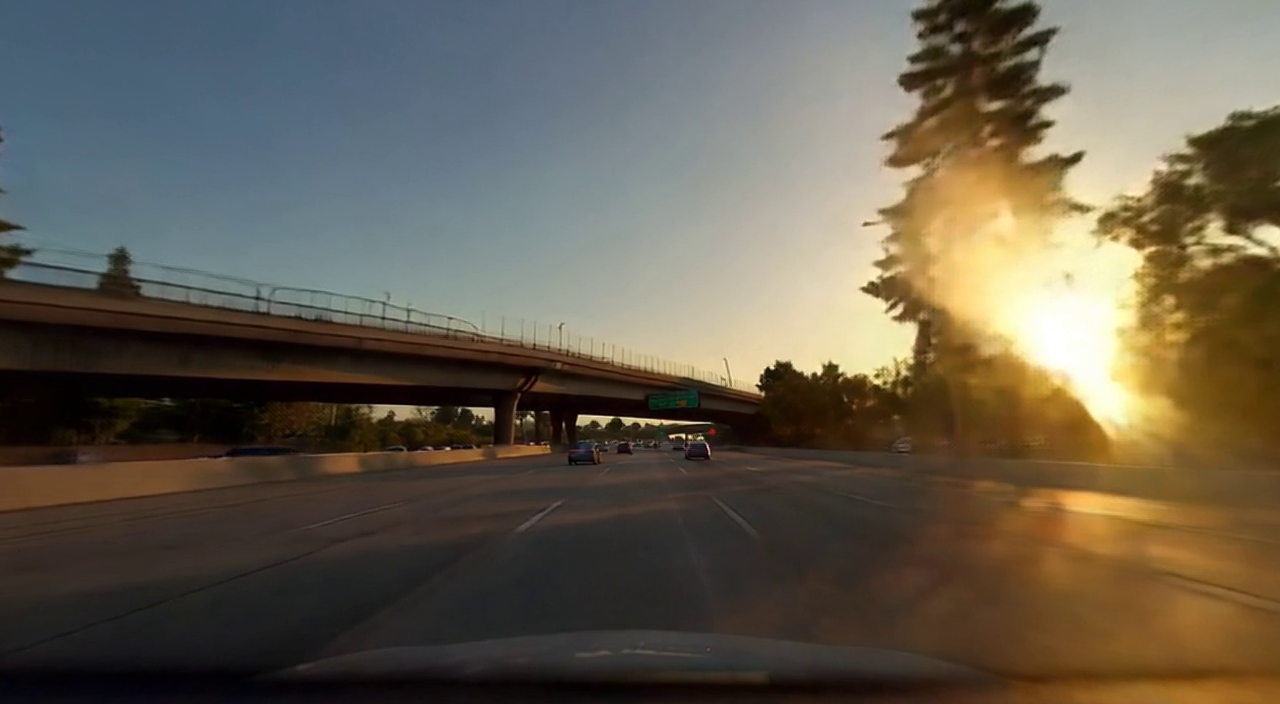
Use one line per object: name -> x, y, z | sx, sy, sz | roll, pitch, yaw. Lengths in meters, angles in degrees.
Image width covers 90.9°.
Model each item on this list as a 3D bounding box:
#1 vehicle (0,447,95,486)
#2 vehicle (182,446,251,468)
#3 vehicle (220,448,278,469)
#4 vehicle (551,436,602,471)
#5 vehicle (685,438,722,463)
vehicle -> -24.641, 4.545, 25.397 | 1.758, 1.424, 3.903 | 0, -8, 1
vehicle -> -31.513, 7.803, 47.100 | 1.924, 1.507, 4.635 | 0, -8, 1
vehicle -> -27.665, 7.515, 44.728 | 1.710, 1.405, 3.610 | 0, -8, 2
vehicle -> -3.354, 5.467, 34.257 | 2.196, 1.733, 4.355 | 0, -8, 2
vehicle -> 4.648, 7.250, 46.551 | 2.229, 1.704, 4.392 | 0, -8, 0
